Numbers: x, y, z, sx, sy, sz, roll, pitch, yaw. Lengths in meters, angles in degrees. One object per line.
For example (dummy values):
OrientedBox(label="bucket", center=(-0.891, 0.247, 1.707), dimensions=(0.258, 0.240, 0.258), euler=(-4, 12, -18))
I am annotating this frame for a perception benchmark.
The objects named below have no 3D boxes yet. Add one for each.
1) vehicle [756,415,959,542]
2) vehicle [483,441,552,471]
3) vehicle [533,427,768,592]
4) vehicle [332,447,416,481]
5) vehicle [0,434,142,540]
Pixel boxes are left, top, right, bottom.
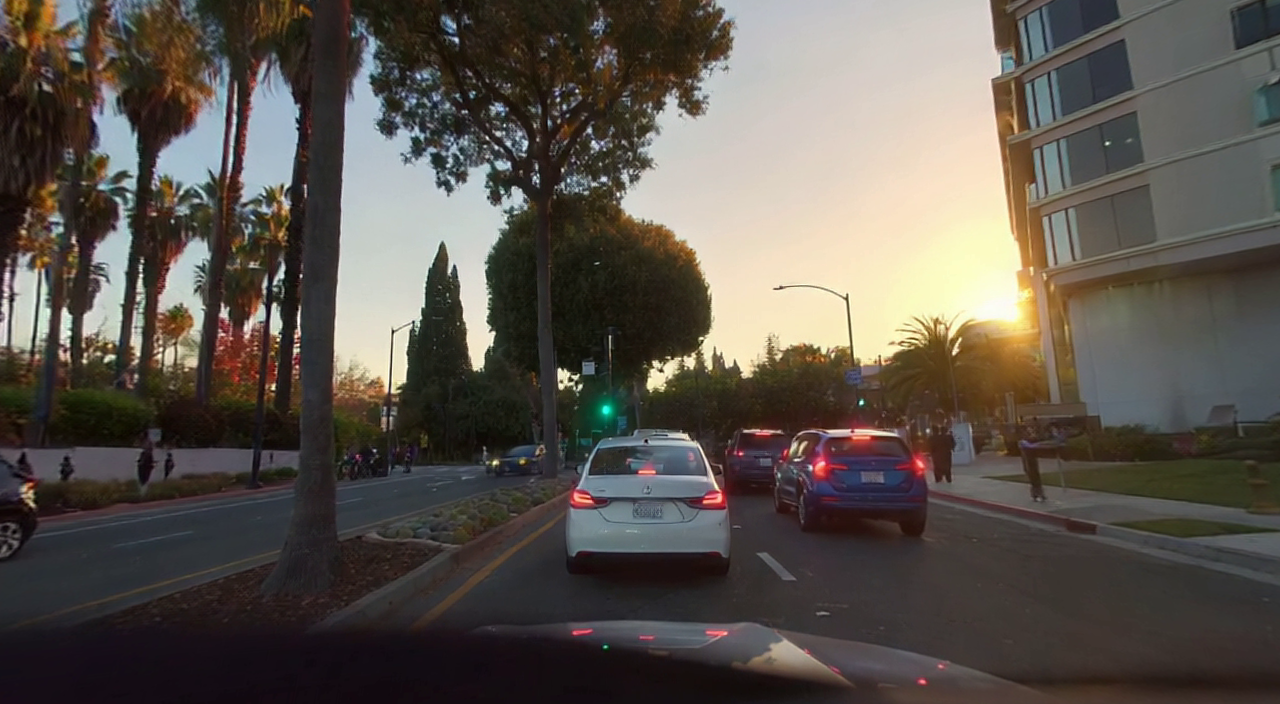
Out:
OrientedBox(label="vehicle", center=(3.388, 2.063, 10.920), dimensions=(2.003, 1.733, 4.319), euler=(0, -8, 1))
OrientedBox(label="vehicle", center=(-6.447, 5.529, 33.792), dimensions=(1.898, 1.439, 4.540), euler=(-2, -9, 12))
OrientedBox(label="vehicle", center=(0.136, 1.709, 7.704), dimensions=(2.088, 1.452, 3.993), euler=(0, -8, 1))
OrientedBox(label="vehicle", center=(-13.183, 5.558, 31.696), dimensions=(1.965, 1.507, 4.725), euler=(-1, -8, 2))
OrientedBox(label="vehicle", center=(-13.056, 2.715, 12.286), dimensions=(2.240, 1.964, 5.707), euler=(-6, -8, 0))
